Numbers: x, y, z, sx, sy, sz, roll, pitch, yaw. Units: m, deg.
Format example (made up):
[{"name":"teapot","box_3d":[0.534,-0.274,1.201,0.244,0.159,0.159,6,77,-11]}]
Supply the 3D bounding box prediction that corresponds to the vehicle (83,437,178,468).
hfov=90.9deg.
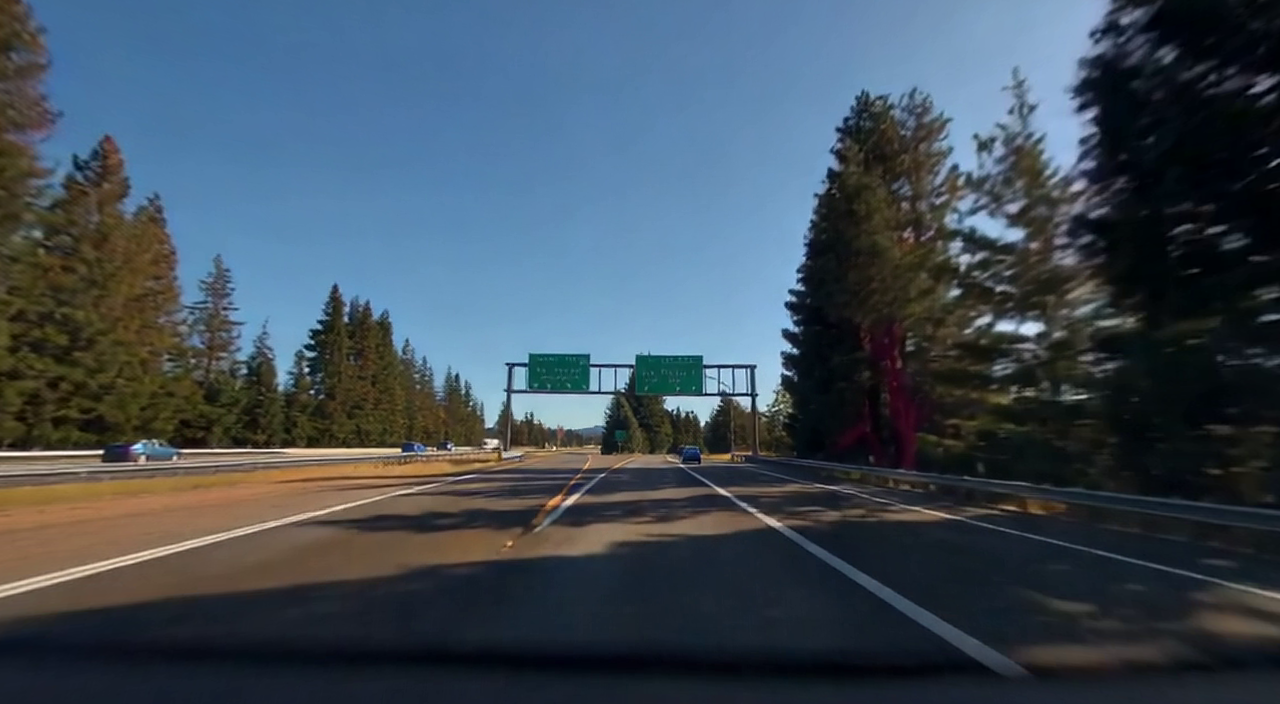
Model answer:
[{"name":"vehicle","box_3d":[-32.687,6.450,40.691,2.168,1.824,4.932,0,-8,-3]}]
